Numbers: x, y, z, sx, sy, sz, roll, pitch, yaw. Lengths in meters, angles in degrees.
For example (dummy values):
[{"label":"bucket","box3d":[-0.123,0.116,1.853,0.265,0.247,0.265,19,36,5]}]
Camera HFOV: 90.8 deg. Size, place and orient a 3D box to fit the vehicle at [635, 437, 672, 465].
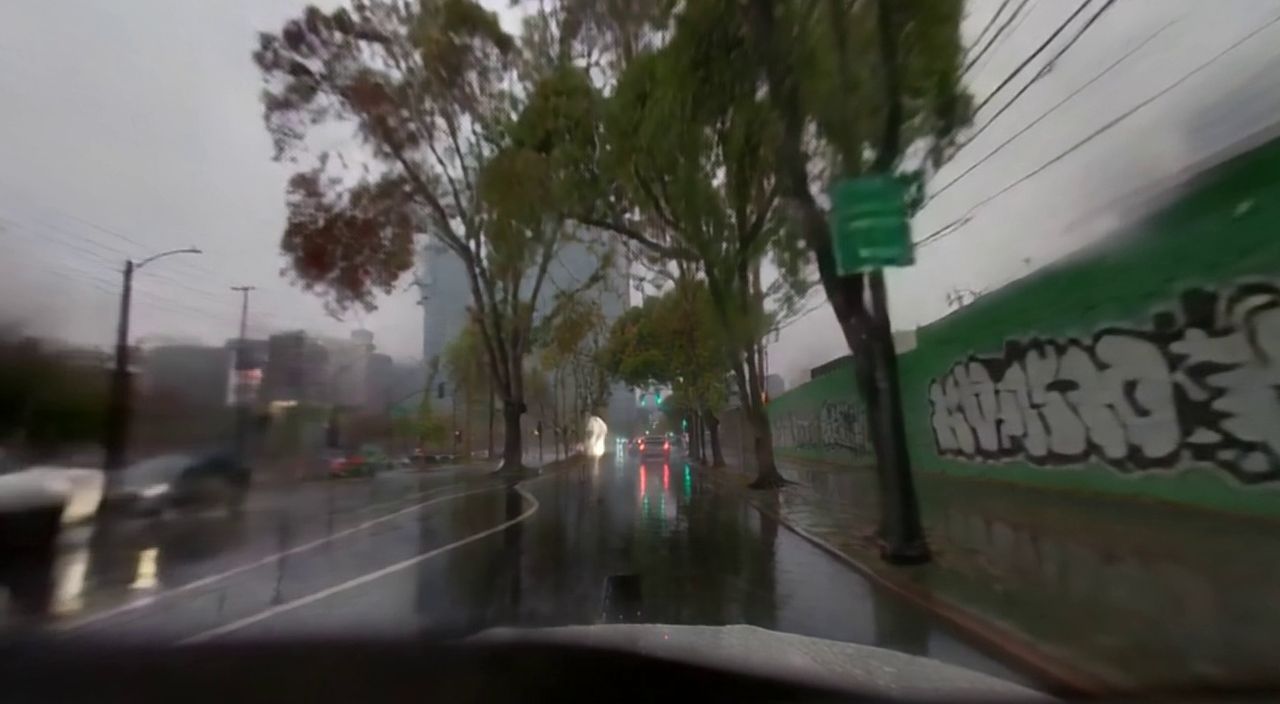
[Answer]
[{"label":"vehicle","box3d":[0.820,6.025,38.630,2.105,1.611,3.750,-1,-8,1]}]
